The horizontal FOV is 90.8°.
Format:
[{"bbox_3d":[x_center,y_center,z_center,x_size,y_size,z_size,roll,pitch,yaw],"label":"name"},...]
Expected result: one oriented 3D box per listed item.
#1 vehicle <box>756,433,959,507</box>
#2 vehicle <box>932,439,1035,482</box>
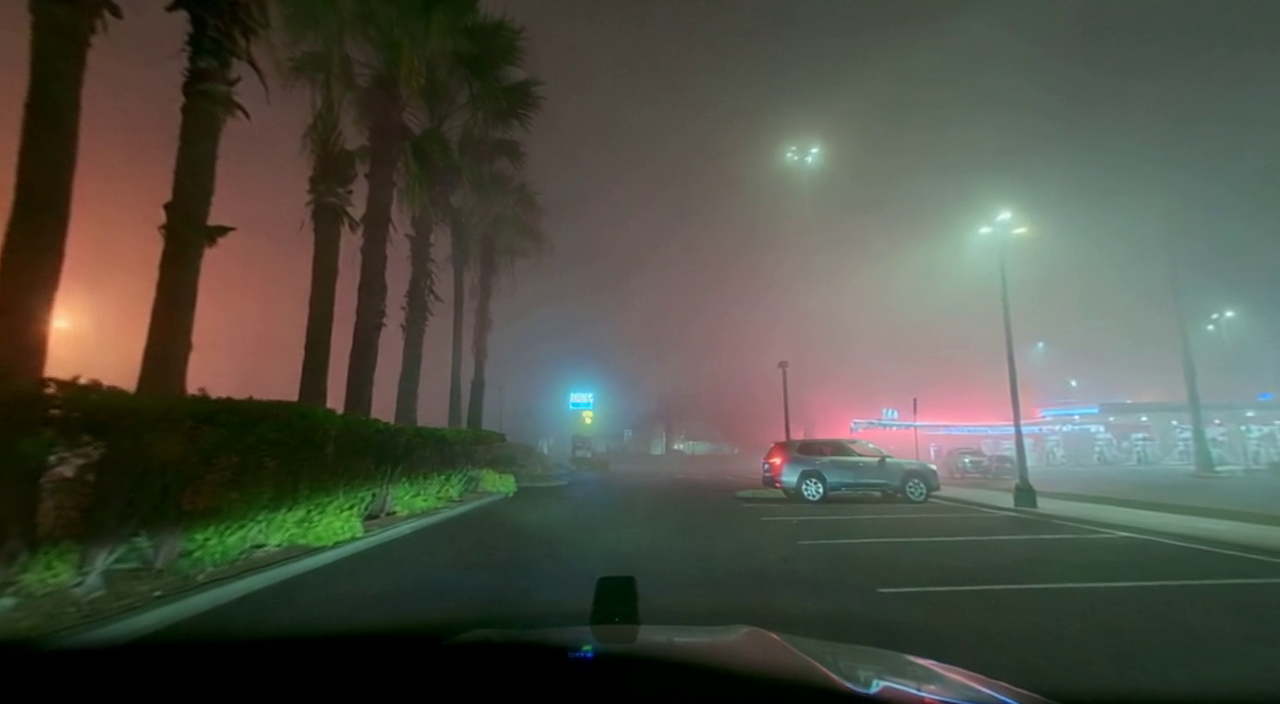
[{"bbox_3d":[5.642,3.112,16.878,4.560,1.818,2.148,0,-9,-2],"label":"vehicle"},{"bbox_3d":[16.186,5.125,30.090,2.028,1.850,4.731,0,-9,-3],"label":"vehicle"}]
